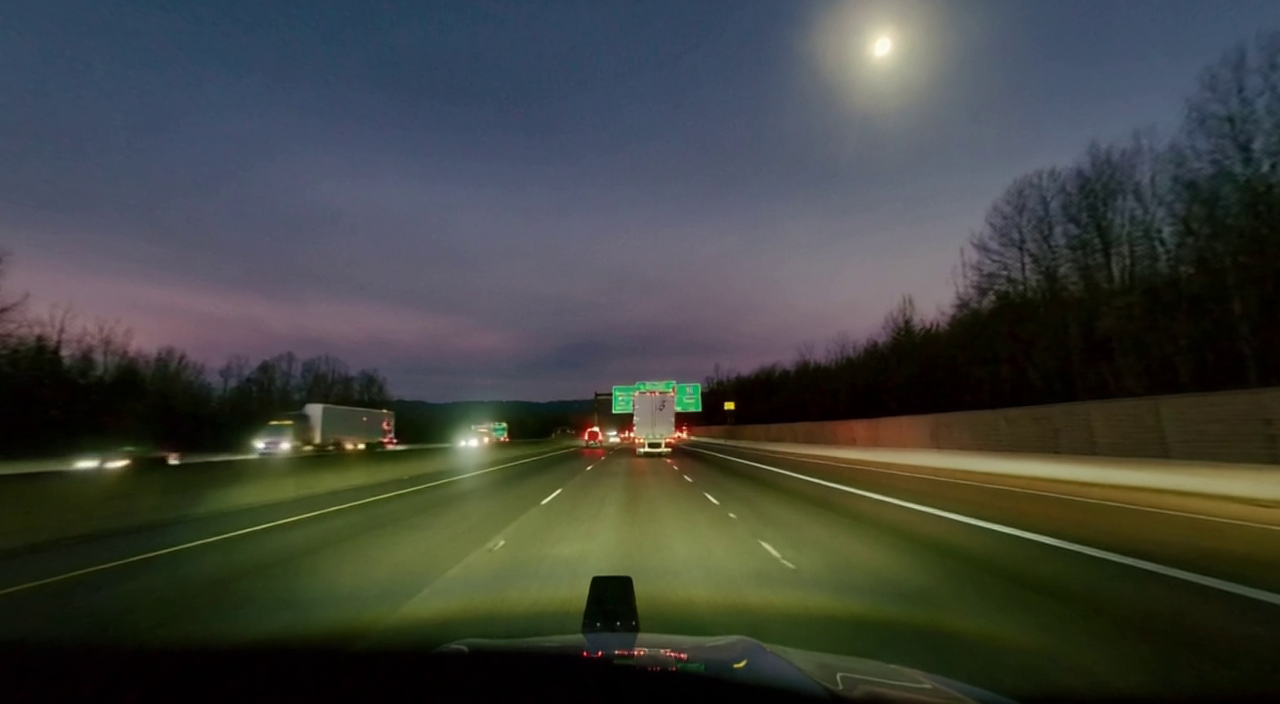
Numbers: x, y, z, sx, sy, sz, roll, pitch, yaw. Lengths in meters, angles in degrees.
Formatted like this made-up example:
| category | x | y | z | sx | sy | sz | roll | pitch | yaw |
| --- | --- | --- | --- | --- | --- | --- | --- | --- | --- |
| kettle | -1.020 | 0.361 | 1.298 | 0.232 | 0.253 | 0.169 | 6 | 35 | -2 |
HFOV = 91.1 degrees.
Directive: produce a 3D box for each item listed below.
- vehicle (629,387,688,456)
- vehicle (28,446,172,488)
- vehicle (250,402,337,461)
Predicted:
| category | x | y | z | sx | sy | sz | roll | pitch | yaw |
| --- | --- | --- | --- | --- | --- | --- | --- | --- | --- |
| vehicle | 0.913 | 5.106 | 44.543 | 2.965 | 3.972 | 16.689 | 0 | -8 | -3 |
| vehicle | -22.001 | 4.661 | 25.916 | 1.849 | 1.473 | 4.642 | 0 | -7 | 0 |
| vehicle | -25.974 | 6.031 | 47.512 | 2.950 | 4.128 | 6.211 | 0 | -7 | 0 |
